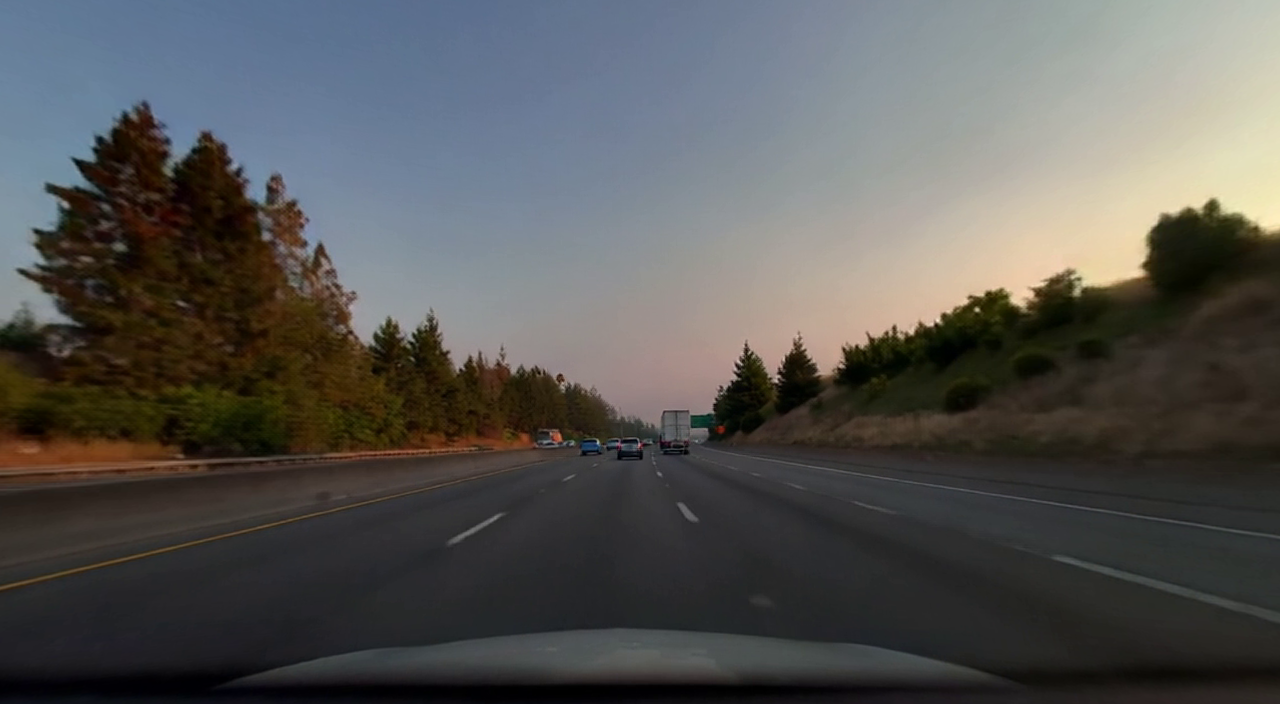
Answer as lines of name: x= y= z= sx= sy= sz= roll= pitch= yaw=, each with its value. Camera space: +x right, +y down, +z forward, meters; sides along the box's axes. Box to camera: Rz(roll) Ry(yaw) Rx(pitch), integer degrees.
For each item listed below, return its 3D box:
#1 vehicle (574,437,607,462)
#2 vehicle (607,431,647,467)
vehicle: x=-3.612 y=7.248 z=46.925 sx=2.047 sy=1.757 sz=4.183 roll=-1 pitch=-8 yaw=1
vehicle: x=-0.747 y=5.677 z=37.006 sx=2.211 sy=1.933 sz=4.315 roll=0 pitch=-8 yaw=0
